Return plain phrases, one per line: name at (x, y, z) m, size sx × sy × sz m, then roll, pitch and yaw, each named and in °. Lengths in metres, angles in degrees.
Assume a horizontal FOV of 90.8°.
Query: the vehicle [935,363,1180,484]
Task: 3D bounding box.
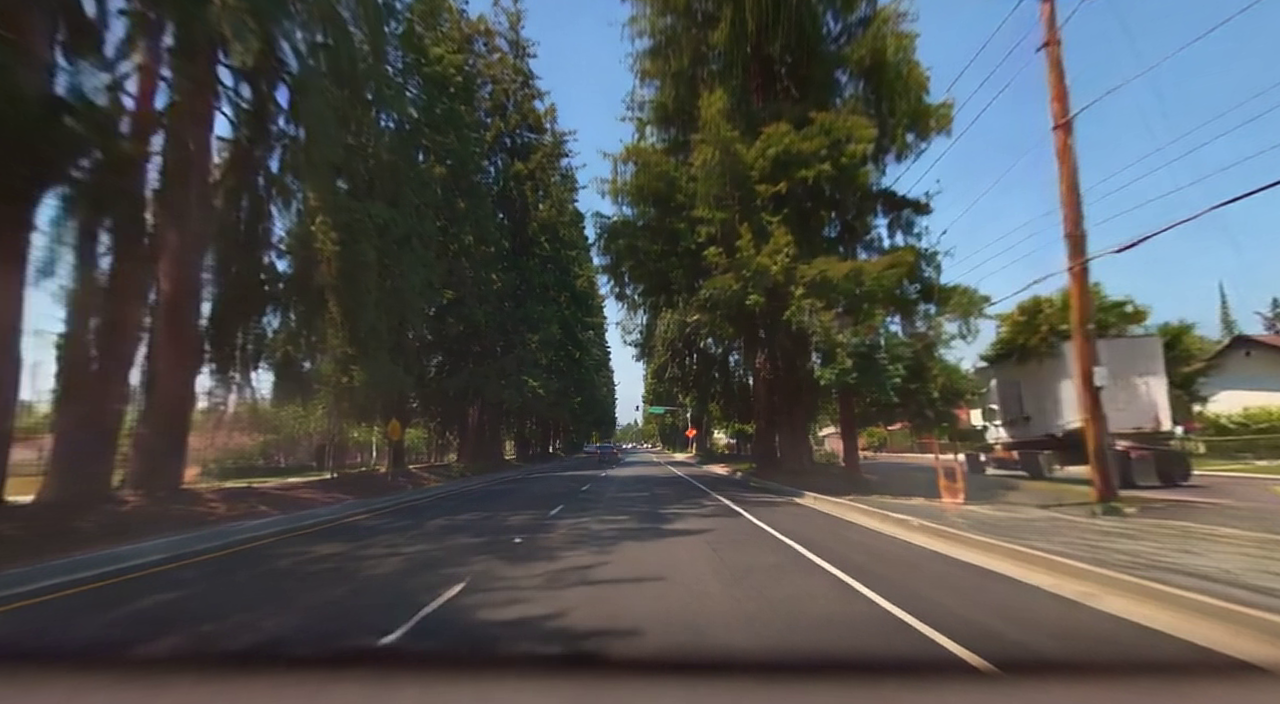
vehicle at (14.749, 2.816, 23.746) m, size 2.889 × 3.610 × 9.347 m, roll -1°, pitch -8°, yaw 1°
